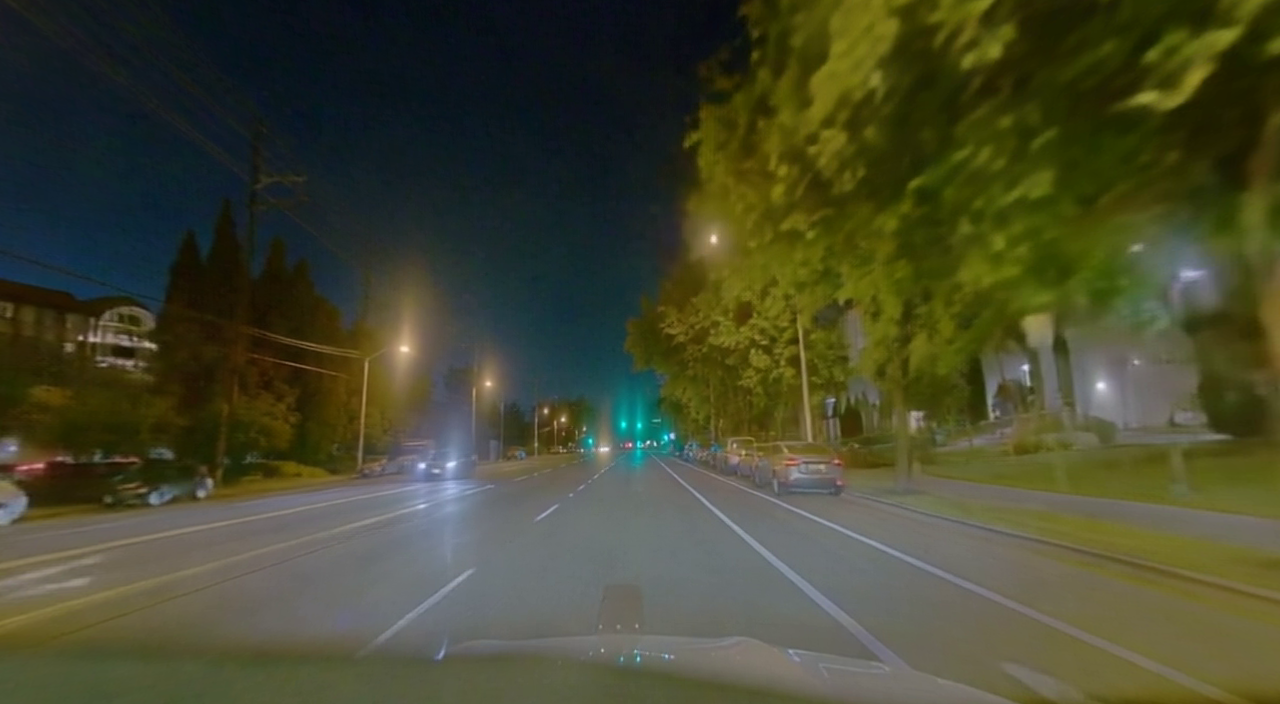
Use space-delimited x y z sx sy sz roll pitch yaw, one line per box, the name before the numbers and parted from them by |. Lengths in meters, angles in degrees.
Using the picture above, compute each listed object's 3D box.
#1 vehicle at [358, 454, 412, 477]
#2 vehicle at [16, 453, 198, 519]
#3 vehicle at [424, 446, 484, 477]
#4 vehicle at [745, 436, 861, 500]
vehicle | -17.868 7.934 44.410 1.921 1.480 4.392 -1 -8 1
vehicle | -17.808 4.451 21.518 2.105 1.734 4.673 -4 -8 1
vehicle | -10.171 5.982 34.914 1.978 1.566 4.357 -1 -8 0
vehicle | 4.415 3.203 17.932 1.927 1.523 4.668 0 -8 -1
